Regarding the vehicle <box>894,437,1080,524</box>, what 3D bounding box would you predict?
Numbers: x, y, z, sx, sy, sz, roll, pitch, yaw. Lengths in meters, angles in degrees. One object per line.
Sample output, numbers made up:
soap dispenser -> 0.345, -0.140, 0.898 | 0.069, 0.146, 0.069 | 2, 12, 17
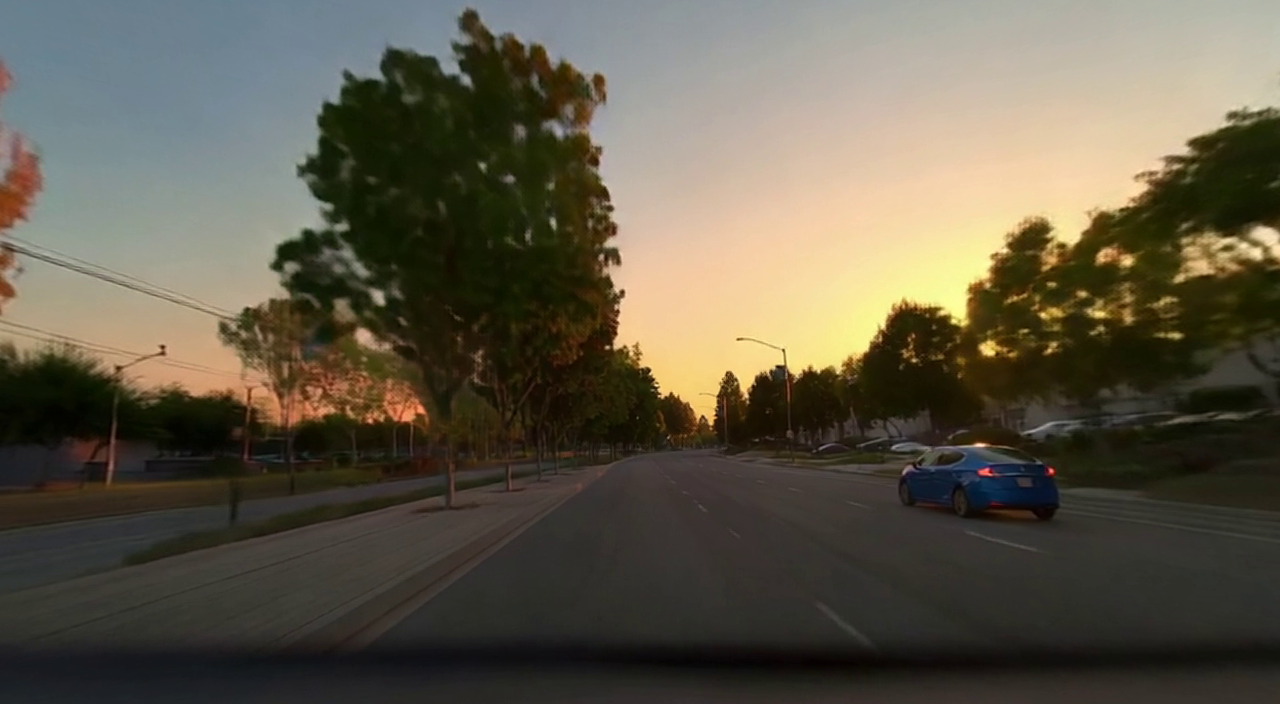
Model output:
vehicle -> 6.855, 2.547, 12.954 | 1.797, 1.518, 3.433 | 0, -9, -1
